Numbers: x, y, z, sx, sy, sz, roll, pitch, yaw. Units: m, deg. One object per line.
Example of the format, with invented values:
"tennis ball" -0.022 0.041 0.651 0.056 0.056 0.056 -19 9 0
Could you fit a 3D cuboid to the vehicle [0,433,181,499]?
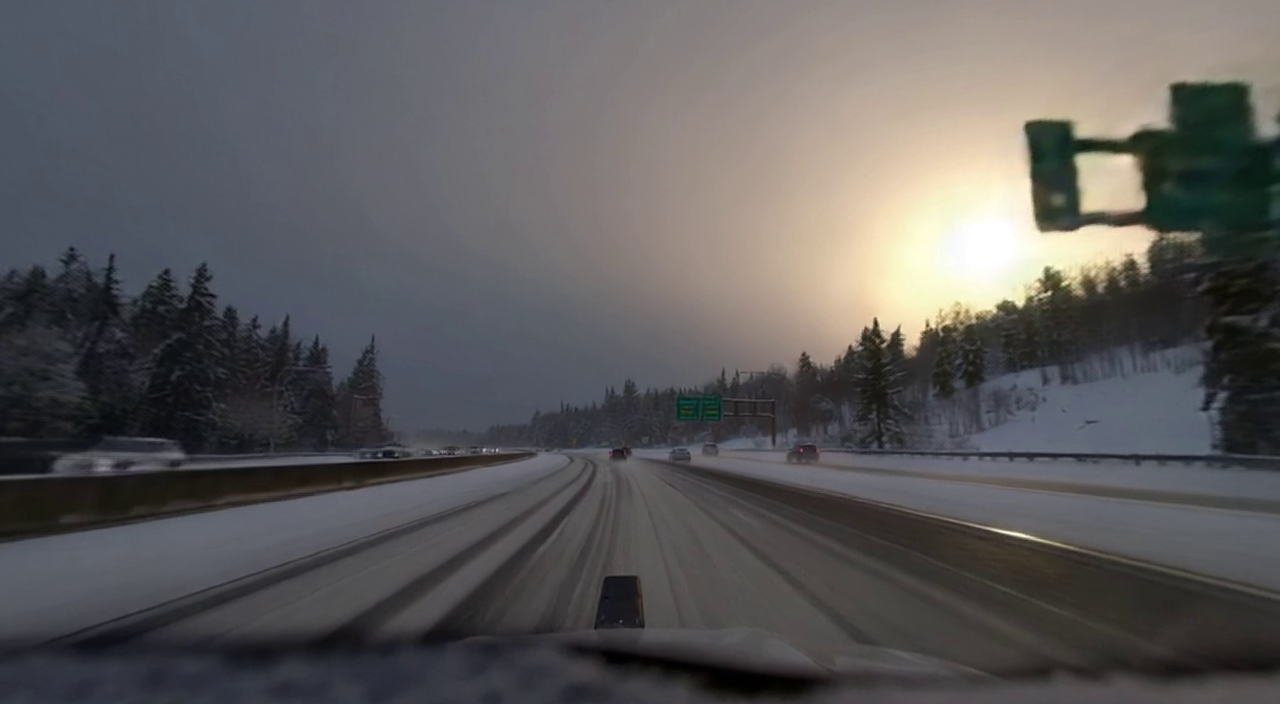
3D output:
"vehicle" -19.897 4.052 22.697 2.374 2.041 5.885 0 -9 -2
